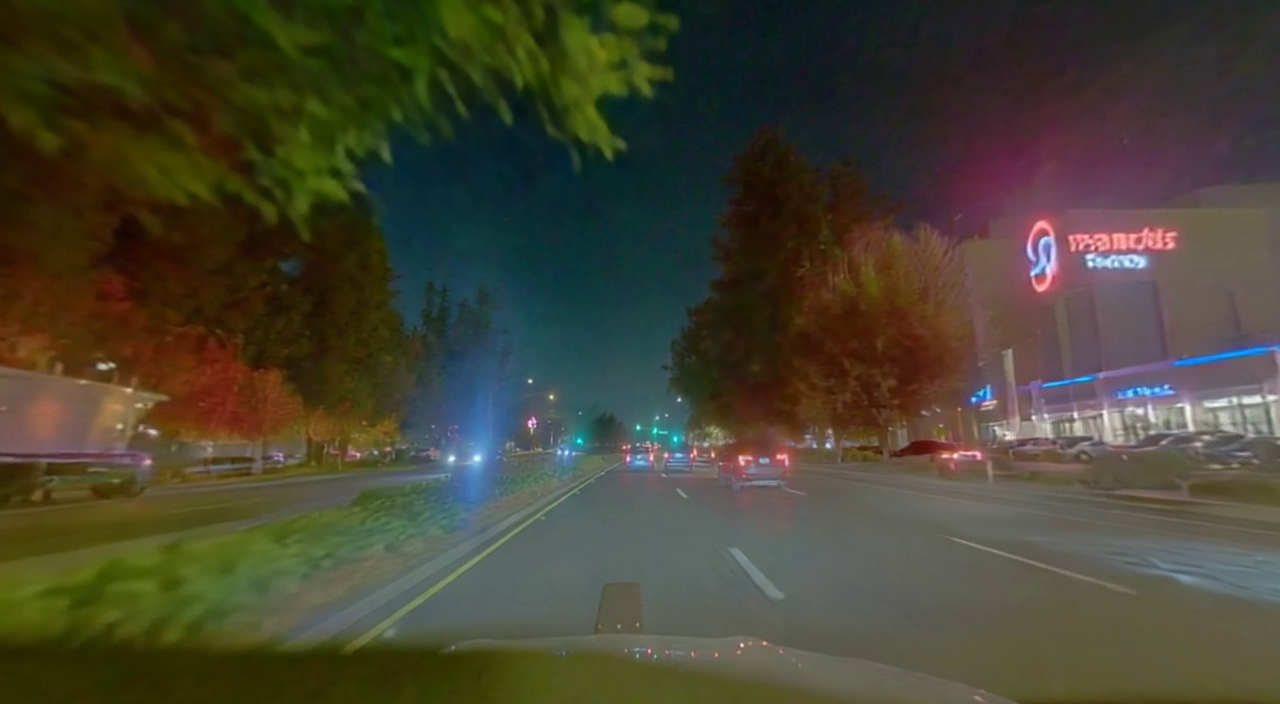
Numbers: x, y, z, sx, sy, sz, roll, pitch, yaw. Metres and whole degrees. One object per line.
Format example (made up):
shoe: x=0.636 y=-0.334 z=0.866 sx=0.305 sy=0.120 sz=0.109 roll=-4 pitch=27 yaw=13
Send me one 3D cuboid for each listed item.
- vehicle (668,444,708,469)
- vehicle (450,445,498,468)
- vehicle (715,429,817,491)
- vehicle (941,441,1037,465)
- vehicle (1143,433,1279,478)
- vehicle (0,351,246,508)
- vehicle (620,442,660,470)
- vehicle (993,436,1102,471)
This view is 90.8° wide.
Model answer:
vehicle: x=2.816 y=6.182 z=37.677 sx=1.970 sy=1.402 sz=3.756 roll=0 pitch=-8 yaw=-1
vehicle: x=-11.622 y=7.341 z=44.650 sx=1.971 sy=1.481 sz=5.500 roll=0 pitch=-8 yaw=0
vehicle: x=4.022 y=3.531 z=21.059 sx=2.140 sy=1.811 sz=4.593 roll=0 pitch=-8 yaw=-4
vehicle: x=20.707 y=5.996 z=37.590 sx=4.451 sy=1.400 sz=2.108 roll=0 pitch=-8 yaw=-2
vehicle: x=20.151 y=3.493 z=21.434 sx=4.449 sy=1.431 sz=2.095 roll=0 pitch=-8 yaw=-4
vehicle: x=-18.922 y=2.478 z=19.500 sx=3.207 sy=4.202 sz=16.118 roll=-1 pitch=-9 yaw=0
vehicle: x=-0.008 y=5.747 z=34.988 sx=2.056 sy=1.440 sz=3.798 roll=0 pitch=-8 yaw=0
vehicle: x=20.856 y=5.158 z=32.431 sx=4.162 sy=1.546 sz=2.051 roll=-2 pitch=-7 yaw=-5
